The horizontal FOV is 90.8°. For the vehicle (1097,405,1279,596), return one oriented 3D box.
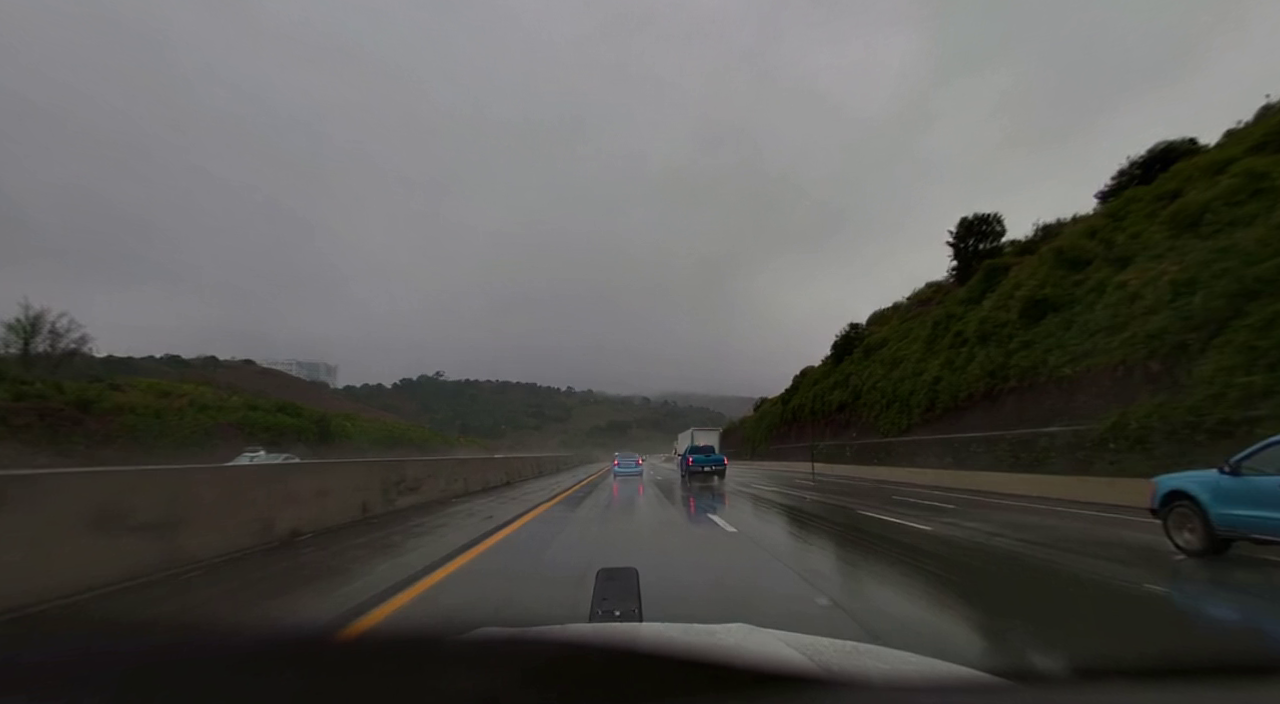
[{"bbox_3d":[7.103,1.364,5.749,2.091,1.787,4.927,0,-9,-1],"label":"vehicle"}]

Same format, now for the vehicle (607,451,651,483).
[{"bbox_3d":[-0.564,5.758,31.988,2.083,1.477,3.965,0,-9,-1],"label":"vehicle"}]

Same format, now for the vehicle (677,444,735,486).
[{"bbox_3d":[3.054,5.322,30.107,2.098,1.794,4.561,0,-9,-2],"label":"vehicle"}]
